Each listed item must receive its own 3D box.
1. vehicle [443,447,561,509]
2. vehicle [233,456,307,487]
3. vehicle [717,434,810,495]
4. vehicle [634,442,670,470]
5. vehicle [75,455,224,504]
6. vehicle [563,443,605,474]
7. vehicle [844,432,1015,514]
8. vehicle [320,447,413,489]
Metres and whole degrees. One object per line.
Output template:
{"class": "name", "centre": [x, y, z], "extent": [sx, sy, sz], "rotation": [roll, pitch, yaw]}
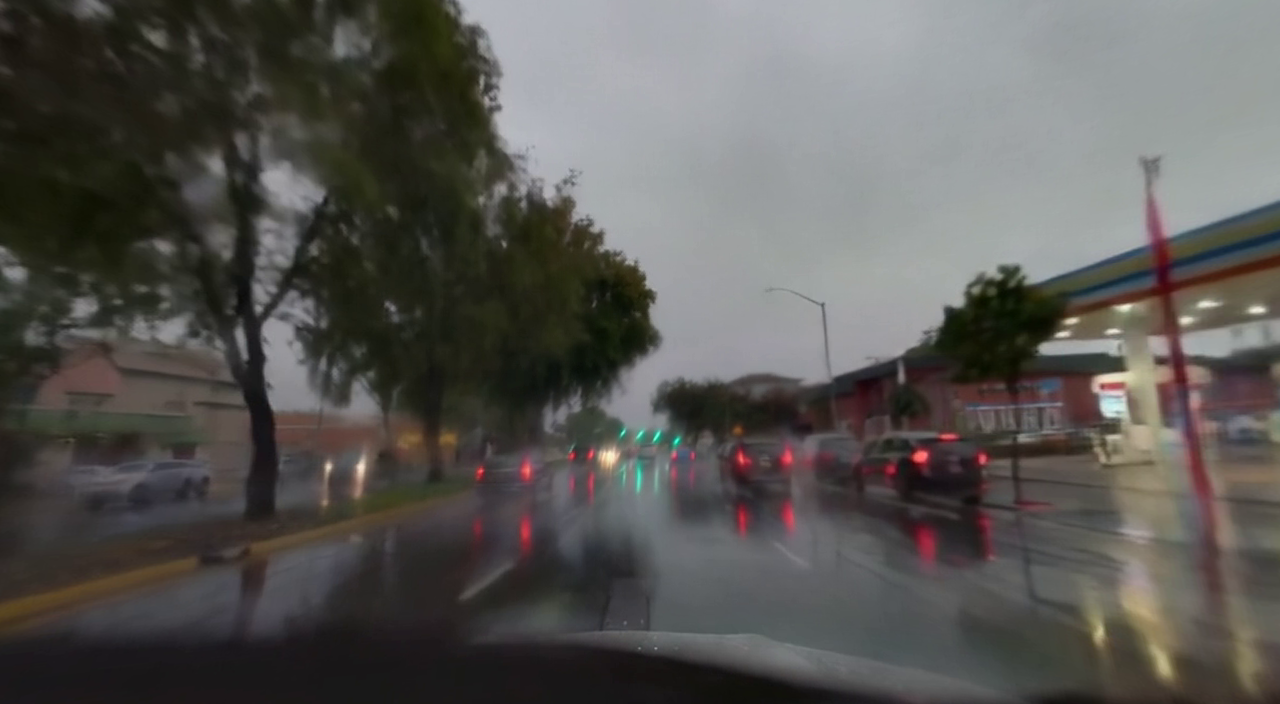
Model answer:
{"class": "vehicle", "centre": [-3.402, 3.188, 16.486], "extent": [2.013, 1.354, 4.393], "rotation": [0, -8, 1]}
{"class": "vehicle", "centre": [-21.996, 7.078, 37.679], "extent": [1.821, 1.645, 4.211], "rotation": [0, -8, 1]}
{"class": "vehicle", "centre": [3.789, 3.558, 20.290], "extent": [1.980, 1.709, 4.813], "rotation": [0, -8, 0]}
{"class": "vehicle", "centre": [0.765, 6.740, 41.031], "extent": [2.192, 1.674, 4.124], "rotation": [0, -8, 0]}
{"class": "vehicle", "centre": [-18.711, 4.845, 24.375], "extent": [1.947, 1.616, 4.638], "rotation": [0, -8, 1]}
{"class": "vehicle", "centre": [-3.220, 6.163, 36.742], "extent": [1.988, 1.645, 3.995], "rotation": [0, -8, 1]}
{"class": "vehicle", "centre": [7.060, 3.017, 16.158], "extent": [2.417, 1.736, 5.043], "rotation": [-1, -9, 6]}
{"class": "vehicle", "centre": [-12.263, 5.191, 28.682], "extent": [2.096, 1.720, 4.694], "rotation": [0, -8, 1]}
